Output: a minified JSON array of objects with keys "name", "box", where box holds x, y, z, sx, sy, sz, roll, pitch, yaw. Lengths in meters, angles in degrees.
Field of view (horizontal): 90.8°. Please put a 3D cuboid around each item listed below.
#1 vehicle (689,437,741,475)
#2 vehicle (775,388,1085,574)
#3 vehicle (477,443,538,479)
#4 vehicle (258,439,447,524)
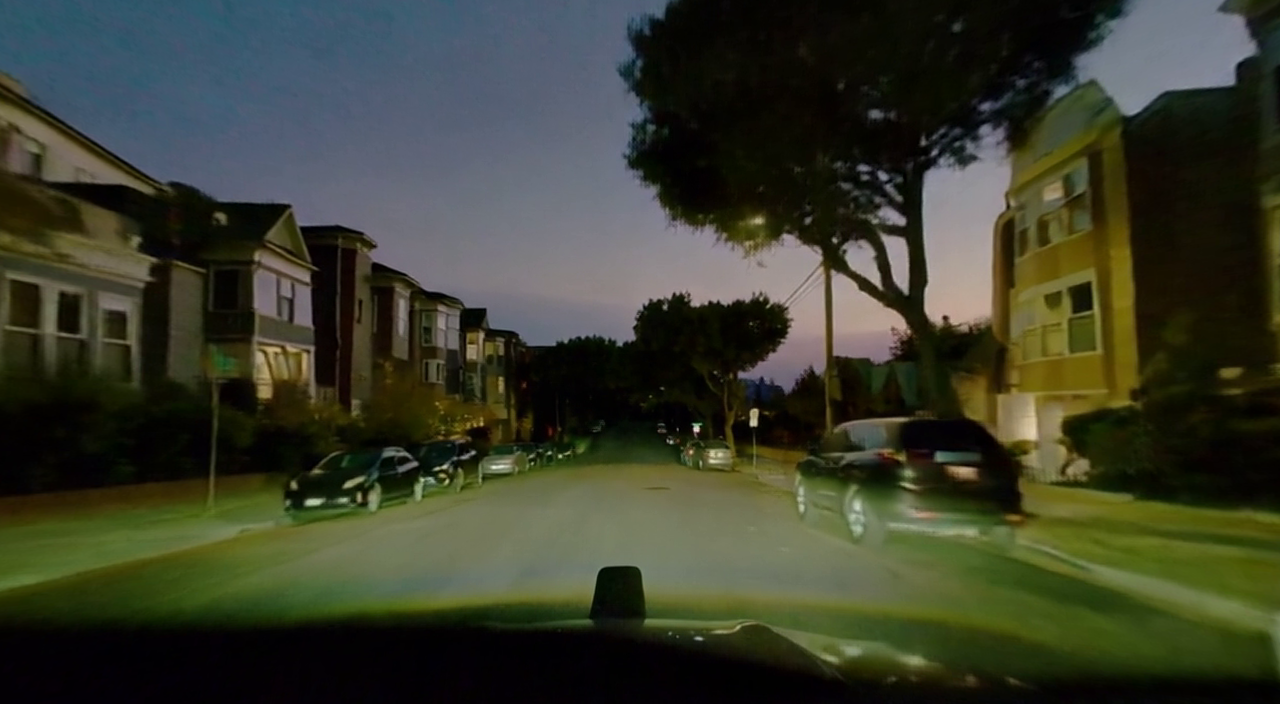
[{"name":"vehicle","box":[3.638,5.154,31.526,1.952,1.738,4.518,0,-9,-2]},{"name":"vehicle","box":[3.629,1.740,9.216,2.158,1.977,4.750,0,-9,-1]},{"name":"vehicle","box":[-5.875,4.875,28.477,2.003,1.489,4.051,0,-9,-3]},{"name":"vehicle","box":[-5.796,2.638,13.493,1.998,1.485,4.476,0,-9,-1]}]
